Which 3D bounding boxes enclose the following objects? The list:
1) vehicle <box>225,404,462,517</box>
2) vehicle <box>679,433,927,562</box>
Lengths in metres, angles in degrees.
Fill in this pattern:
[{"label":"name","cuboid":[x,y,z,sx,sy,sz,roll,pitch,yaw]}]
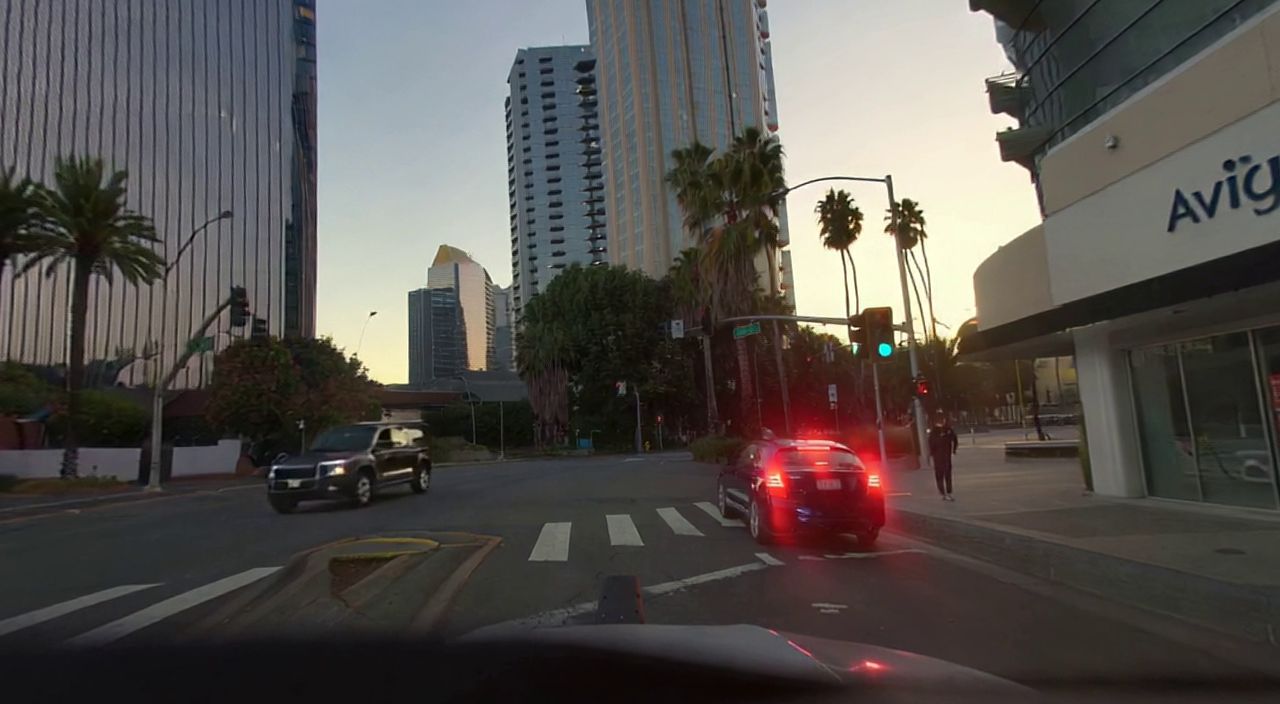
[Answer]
[{"label":"vehicle","cuboid":[-6.065,2.329,14.050,2.190,1.964,5.614,-1,-8,5]},{"label":"vehicle","cuboid":[2.069,2.031,9.746,2.090,1.466,4.676,1,-8,-7]}]
